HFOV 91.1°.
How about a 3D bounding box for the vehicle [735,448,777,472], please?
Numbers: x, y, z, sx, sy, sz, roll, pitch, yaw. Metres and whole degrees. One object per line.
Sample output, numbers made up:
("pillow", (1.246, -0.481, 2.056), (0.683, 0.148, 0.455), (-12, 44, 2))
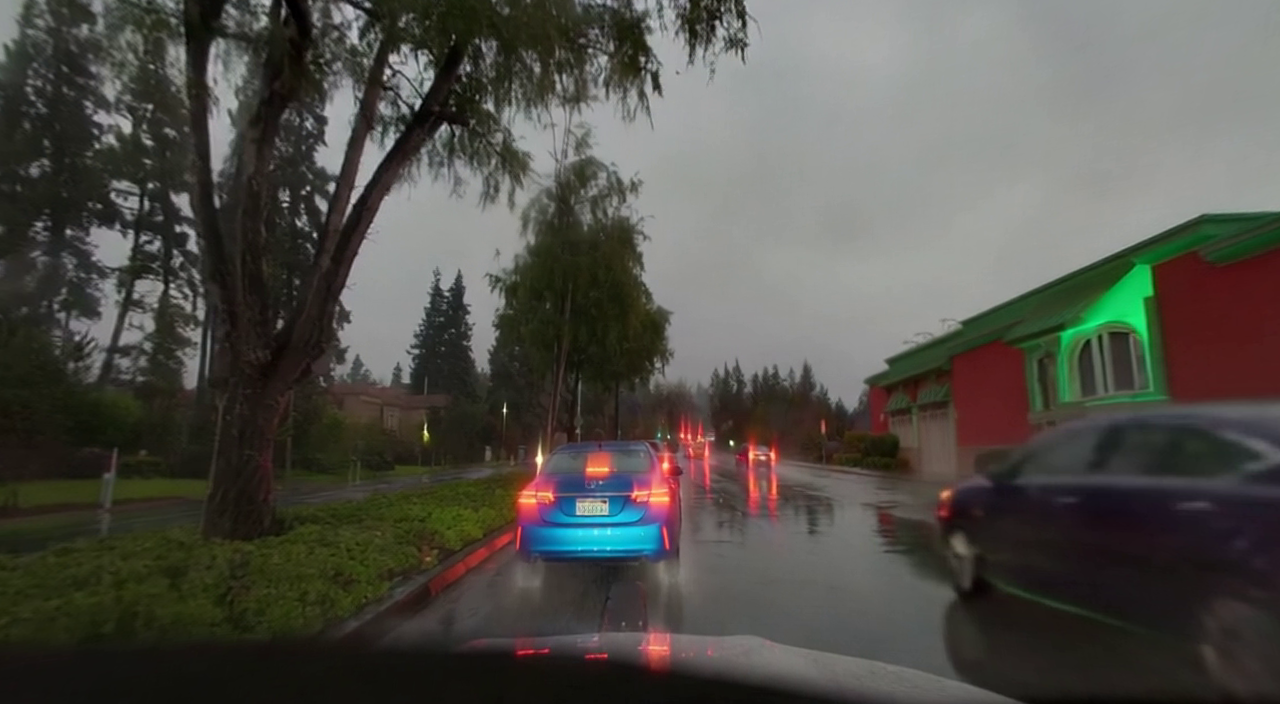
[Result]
("vehicle", (7.216, 6.741, 39.400), (1.909, 1.380, 3.905), (0, -9, 0))

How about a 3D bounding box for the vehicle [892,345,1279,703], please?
("vehicle", (3.480, 1.061, 4.109), (1.946, 1.648, 4.230), (0, -9, 1))

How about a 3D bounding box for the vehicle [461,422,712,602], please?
("vehicle", (-0.471, 1.659, 7.381), (2.111, 1.506, 4.018), (0, -9, -1))
